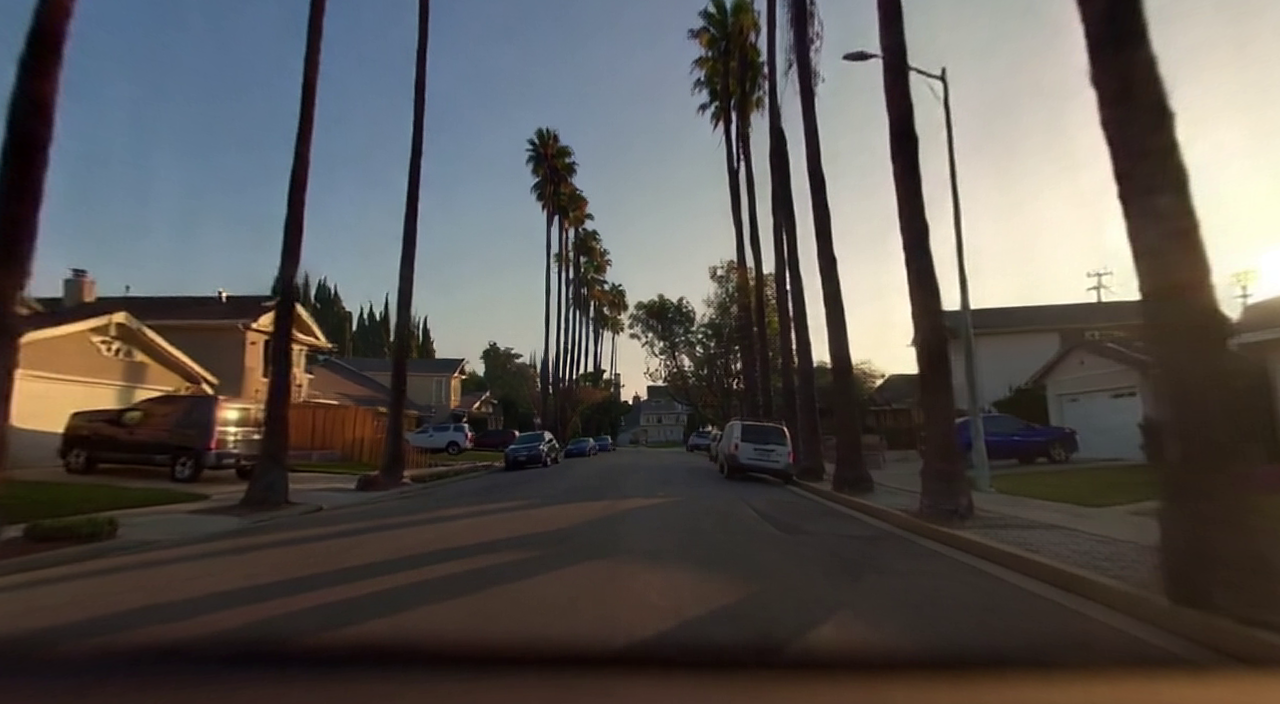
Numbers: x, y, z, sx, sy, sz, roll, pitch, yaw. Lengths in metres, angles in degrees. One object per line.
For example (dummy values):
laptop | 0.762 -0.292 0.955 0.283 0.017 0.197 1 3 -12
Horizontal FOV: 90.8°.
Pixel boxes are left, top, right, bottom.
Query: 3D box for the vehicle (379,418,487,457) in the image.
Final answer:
vehicle | -11.016 4.587 33.935 4.991 1.947 2.329 0 -8 -1

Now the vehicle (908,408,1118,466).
vehicle | 10.243 2.371 17.675 4.643 1.520 1.826 0 -8 4

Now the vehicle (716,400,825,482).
vehicle | 3.661 2.683 19.061 2.184 2.038 6.212 0 -8 2

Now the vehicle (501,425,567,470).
vehicle | -4.587 4.185 28.121 2.147 1.823 4.725 0 -7 0

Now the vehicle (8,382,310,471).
vehicle | -11.346 1.818 15.300 5.340 1.948 2.398 0 -8 2

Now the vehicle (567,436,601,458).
vehicle | -4.052 6.971 46.244 2.080 1.479 4.531 0 -10 0
